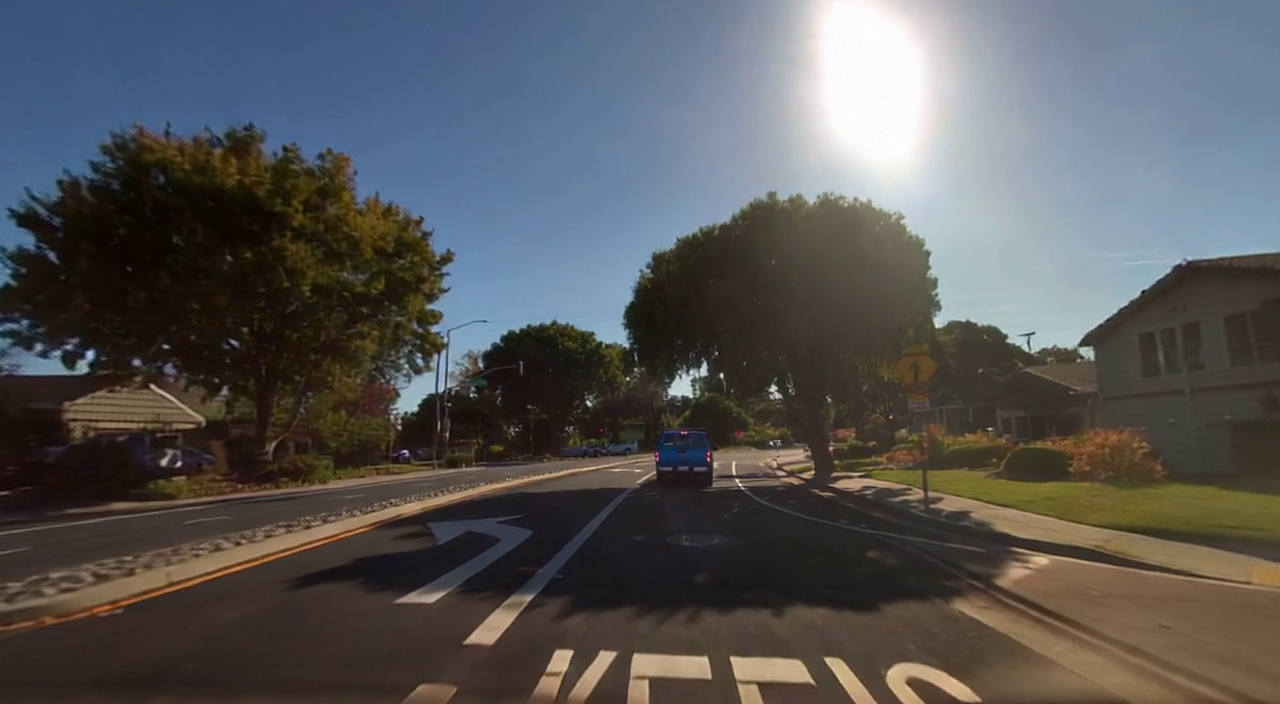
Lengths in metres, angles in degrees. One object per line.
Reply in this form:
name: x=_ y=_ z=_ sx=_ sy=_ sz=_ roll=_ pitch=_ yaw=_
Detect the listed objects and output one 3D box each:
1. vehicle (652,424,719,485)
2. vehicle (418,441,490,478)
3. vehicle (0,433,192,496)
vehicle: x=1.723 y=3.688 z=22.837 sx=2.153 sy=1.942 sz=4.767 roll=-1 pitch=-9 yaw=6
vehicle: x=-10.468 y=6.037 z=35.978 sx=2.053 sy=1.822 sz=4.852 roll=-3 pitch=-7 yaw=9
vehicle: x=-20.689 y=4.269 z=24.253 sx=5.208 sy=1.960 sz=2.385 roll=-3 pitch=-8 yaw=-2
